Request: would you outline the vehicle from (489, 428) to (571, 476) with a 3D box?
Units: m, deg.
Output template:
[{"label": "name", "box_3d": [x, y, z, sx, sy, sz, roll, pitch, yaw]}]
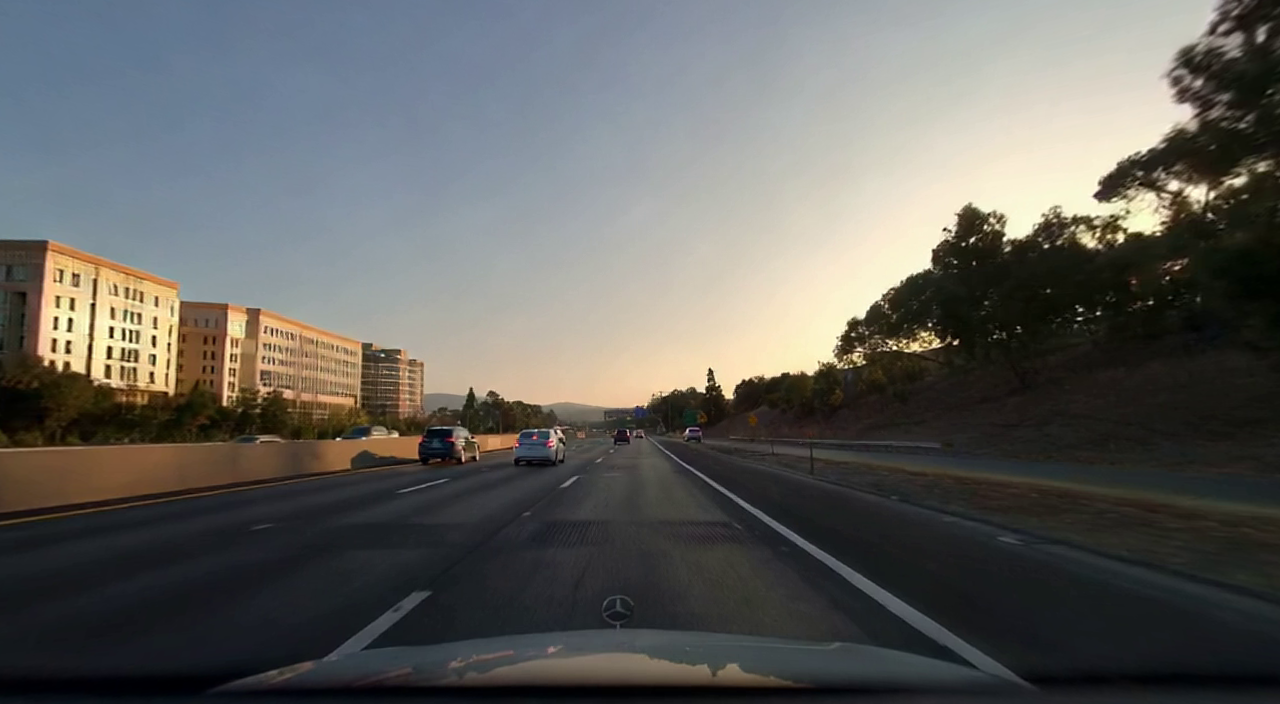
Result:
[{"label": "vehicle", "box_3d": [-3.732, 3.448, 22.095, 1.996, 1.490, 4.571, 0, -8, 1]}]

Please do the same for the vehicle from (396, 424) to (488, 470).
[{"label": "vehicle", "box_3d": [-7.415, 3.602, 24.063, 1.985, 1.575, 4.453, 0, -8, 1]}]

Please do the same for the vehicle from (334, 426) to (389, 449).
[{"label": "vehicle", "box_3d": [-20.796, 6.416, 47.182, 1.837, 1.642, 4.843, 0, -8, 1]}]
